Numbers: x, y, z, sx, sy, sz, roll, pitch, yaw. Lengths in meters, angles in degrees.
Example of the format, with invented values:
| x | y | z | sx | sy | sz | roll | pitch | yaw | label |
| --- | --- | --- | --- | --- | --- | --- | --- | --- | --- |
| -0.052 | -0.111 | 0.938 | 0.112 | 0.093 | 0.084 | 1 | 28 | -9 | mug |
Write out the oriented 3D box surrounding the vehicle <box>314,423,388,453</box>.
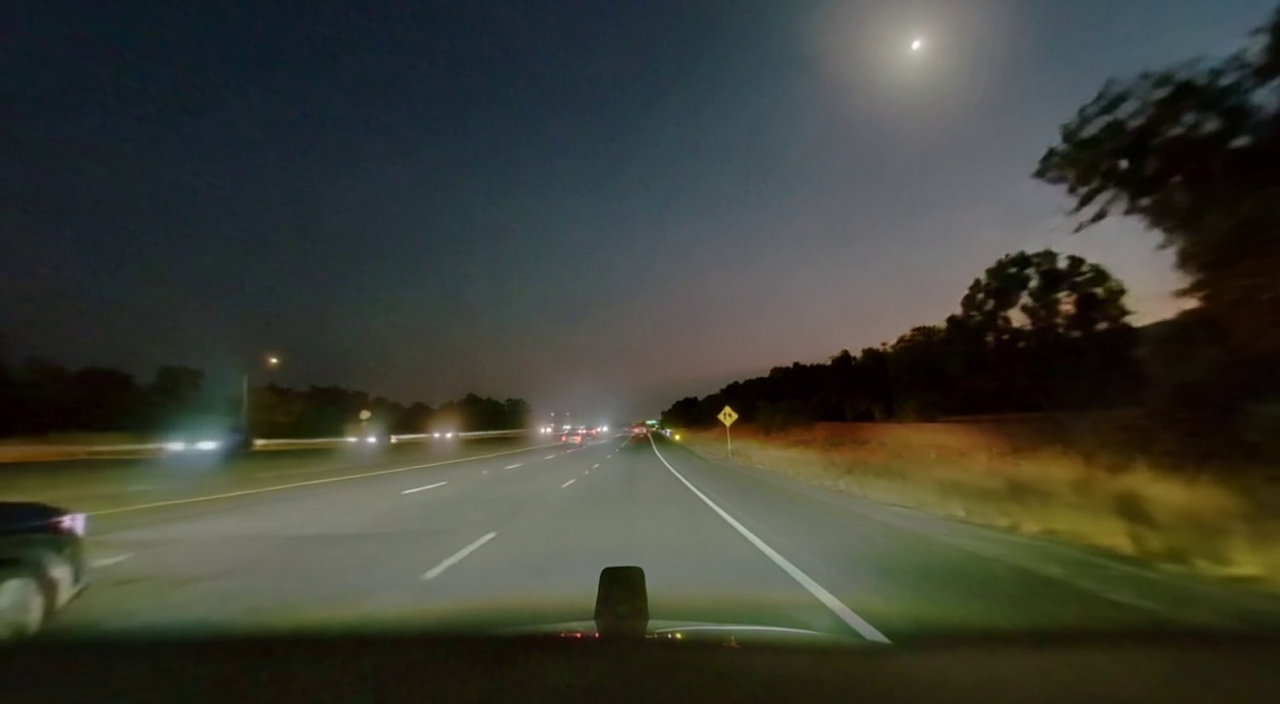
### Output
| x | y | z | sx | sy | sz | roll | pitch | yaw | label |
| --- | --- | --- | --- | --- | --- | --- | --- | --- | --- |
| -17.483 | 5.261 | 38.444 | 2.195 | 1.737 | 4.738 | 0 | -8 | 0 | vehicle |

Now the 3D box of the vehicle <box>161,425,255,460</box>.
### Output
| x | y | z | sx | sy | sz | roll | pitch | yaw | label |
| --- | --- | --- | --- | --- | --- | --- | --- | --- | --- |
| -21.330 | 4.510 | 31.347 | 1.805 | 1.584 | 3.935 | 0 | -8 | 0 | vehicle |

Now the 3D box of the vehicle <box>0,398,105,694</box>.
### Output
| x | y | z | sx | sy | sz | roll | pitch | yaw | label |
| --- | --- | --- | --- | --- | --- | --- | --- | --- | --- |
| -4.451 | 0.762 | 1.549 | 2.071 | 1.556 | 4.729 | 0 | -8 | 1 | vehicle |
